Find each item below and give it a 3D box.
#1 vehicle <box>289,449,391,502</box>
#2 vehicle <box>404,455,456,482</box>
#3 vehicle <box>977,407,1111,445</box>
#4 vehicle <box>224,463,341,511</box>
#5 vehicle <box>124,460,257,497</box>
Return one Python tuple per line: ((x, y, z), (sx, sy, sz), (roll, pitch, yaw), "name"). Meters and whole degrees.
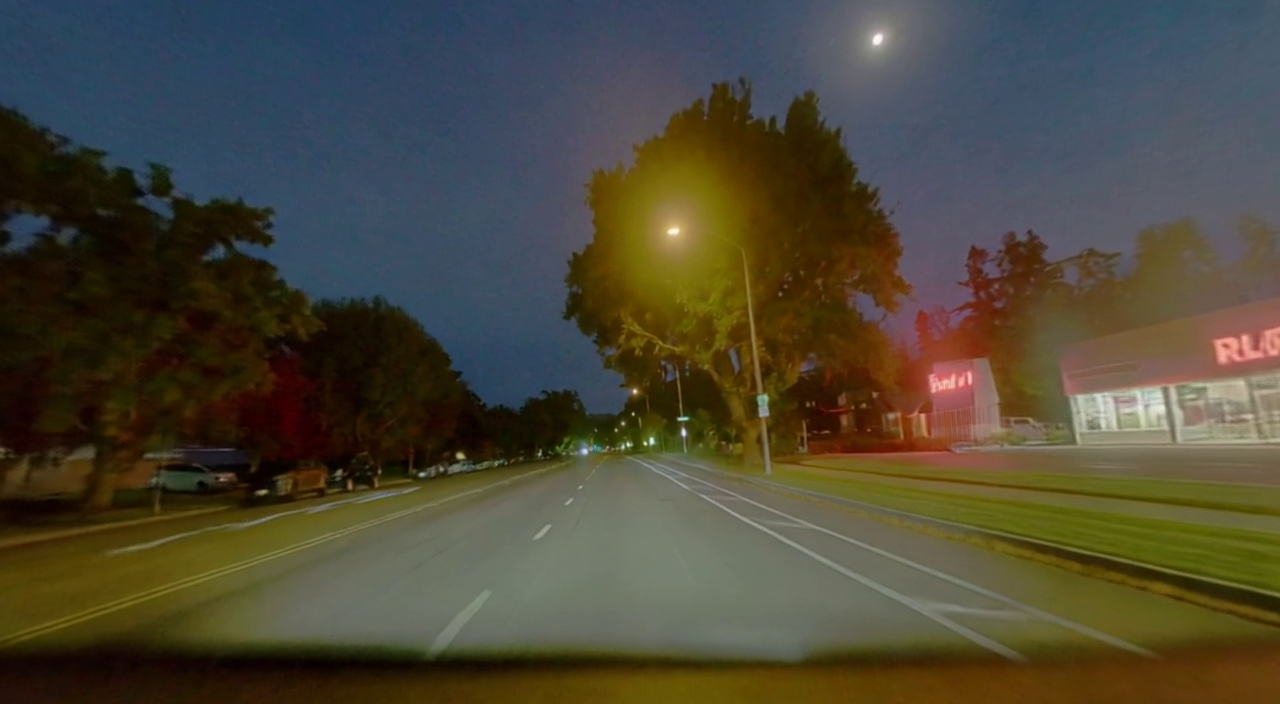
((-13.179, 5.407, 28.141), (2.351, 1.905, 5.138), (-4, -9, -4), "vehicle")
((-13.565, 7.519, 41.169), (1.897, 1.564, 4.875), (0, -9, -2), "vehicle")
((24.083, 4.539, 37.997), (2.392, 1.996, 6.238), (5, -10, -33), "vehicle")
((-12.901, 4.848, 23.131), (1.958, 1.457, 4.254), (0, -9, -3), "vehicle")
((-25.302, 7.114, 35.735), (5.661, 1.896, 2.302), (0, -9, -2), "vehicle")
